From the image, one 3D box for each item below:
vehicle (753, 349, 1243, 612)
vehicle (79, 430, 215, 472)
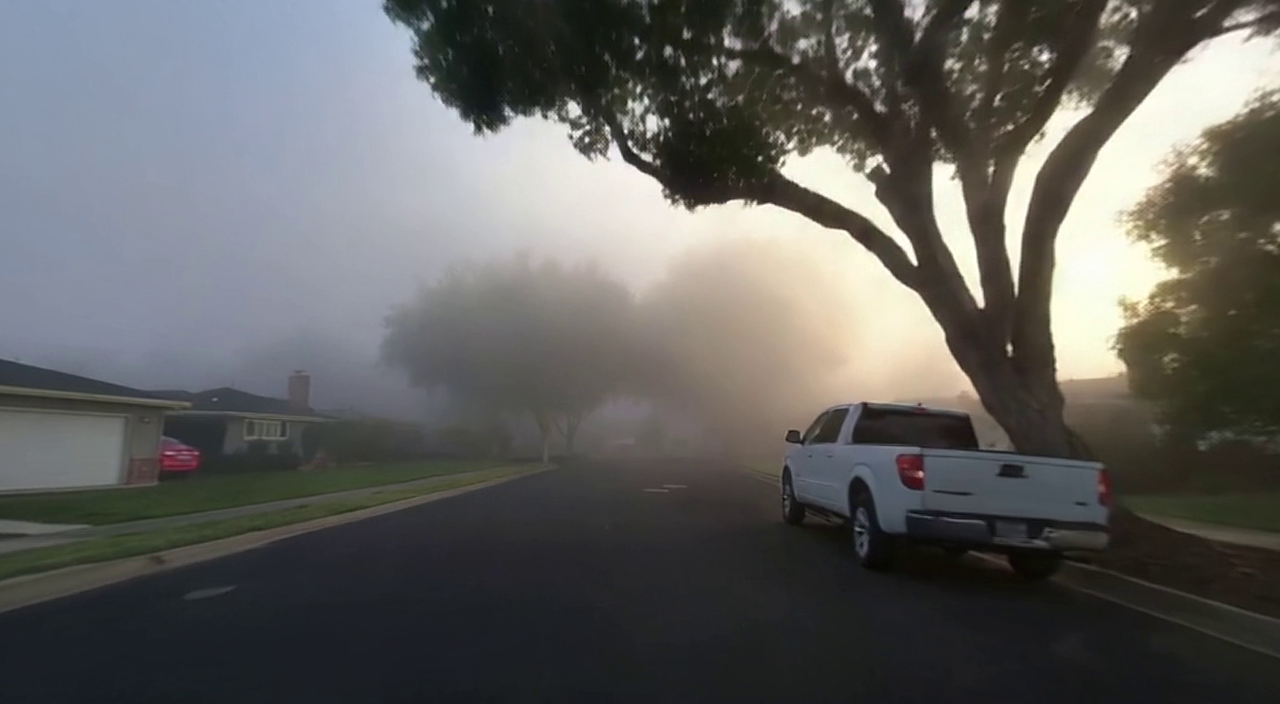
[{"bbox_3d":[3.681,1.618,9.132,2.789,2.206,7.420,-1,-8,1],"label":"vehicle"},{"bbox_3d":[-19.471,3.892,25.006,4.337,1.496,1.868,-2,-9,15],"label":"vehicle"}]
